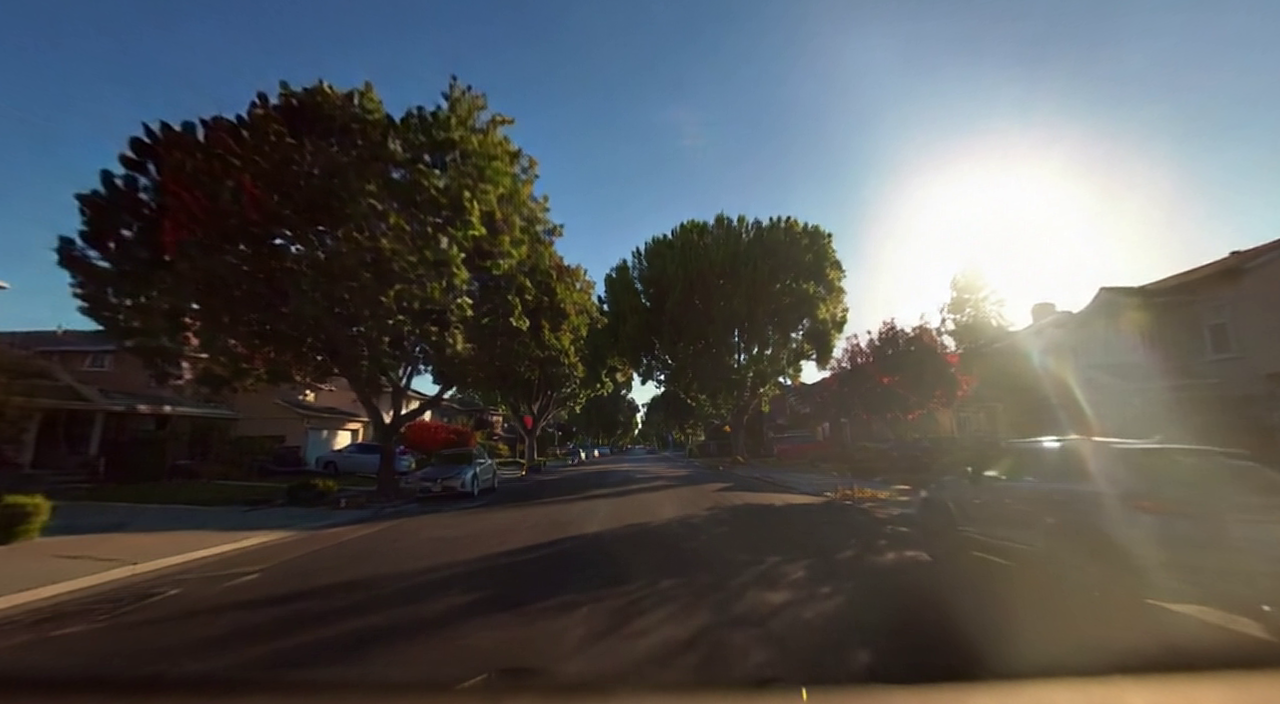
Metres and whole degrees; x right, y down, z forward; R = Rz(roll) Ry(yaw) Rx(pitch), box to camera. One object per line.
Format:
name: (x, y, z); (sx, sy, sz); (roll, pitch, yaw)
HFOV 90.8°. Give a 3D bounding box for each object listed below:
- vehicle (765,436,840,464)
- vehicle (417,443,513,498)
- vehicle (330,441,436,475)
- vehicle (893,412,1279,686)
vehicle: (11.312, 6.841, 44.090); (4.626, 1.880, 1.980); (1, -9, -9)
vehicle: (-5.684, 3.879, 21.112); (1.944, 1.621, 4.187); (-1, -9, 1)
vehicle: (-12.170, 5.021, 30.103); (4.135, 1.567, 1.944); (0, -9, 2)
vehicle: (4.280, 1.481, 5.947); (1.996, 1.585, 4.371); (0, -9, 0)
